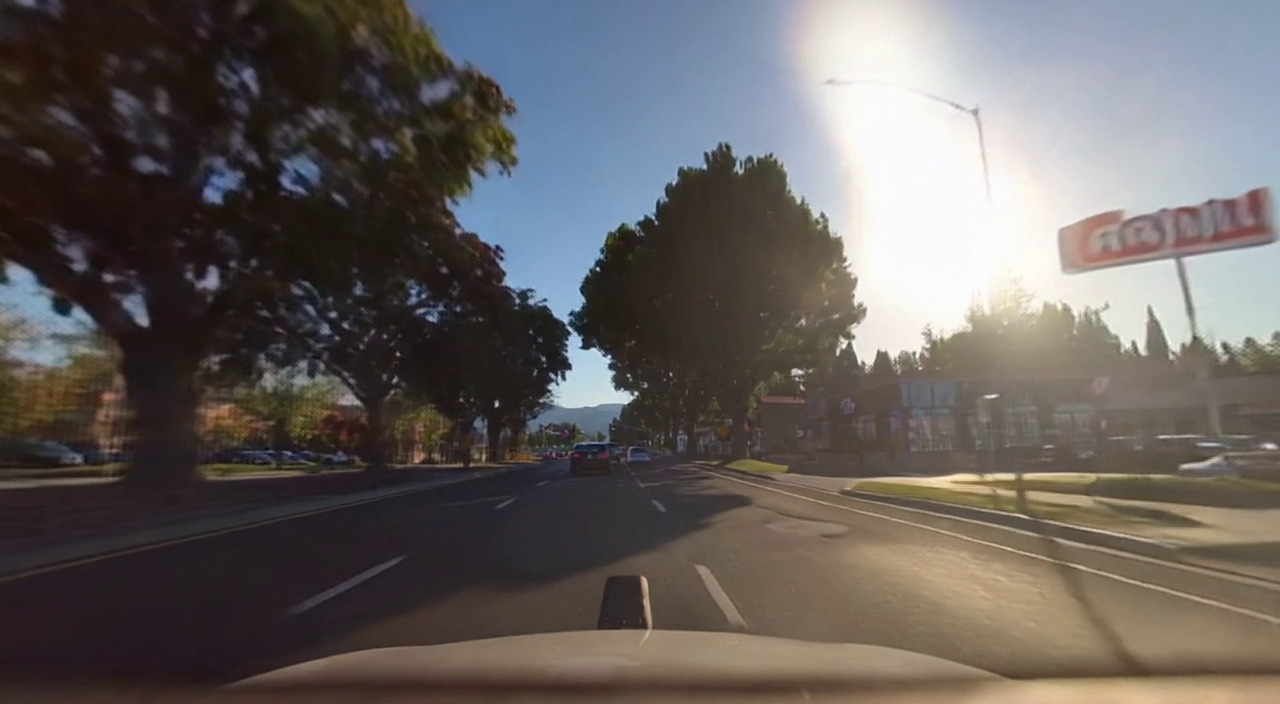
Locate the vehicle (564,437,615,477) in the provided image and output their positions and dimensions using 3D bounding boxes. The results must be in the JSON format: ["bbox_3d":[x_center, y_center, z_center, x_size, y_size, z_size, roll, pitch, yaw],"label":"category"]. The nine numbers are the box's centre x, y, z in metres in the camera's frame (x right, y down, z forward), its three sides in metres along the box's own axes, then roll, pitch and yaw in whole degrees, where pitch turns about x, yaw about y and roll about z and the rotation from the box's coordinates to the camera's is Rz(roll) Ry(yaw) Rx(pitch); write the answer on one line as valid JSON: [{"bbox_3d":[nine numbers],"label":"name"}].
[{"bbox_3d":[-2.510,5.402,32.555,2.222,1.899,5.006,0,-8,0],"label":"vehicle"}]

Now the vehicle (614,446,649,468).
[{"bbox_3d":[-0.657,7.396,44.506,2.113,1.446,4.309,1,-8,-6],"label":"vehicle"}]

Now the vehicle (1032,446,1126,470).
[{"bbox_3d":[26.689,6.416,38.248,4.375,1.400,2.017,1,-8,-6],"label":"vehicle"}]
